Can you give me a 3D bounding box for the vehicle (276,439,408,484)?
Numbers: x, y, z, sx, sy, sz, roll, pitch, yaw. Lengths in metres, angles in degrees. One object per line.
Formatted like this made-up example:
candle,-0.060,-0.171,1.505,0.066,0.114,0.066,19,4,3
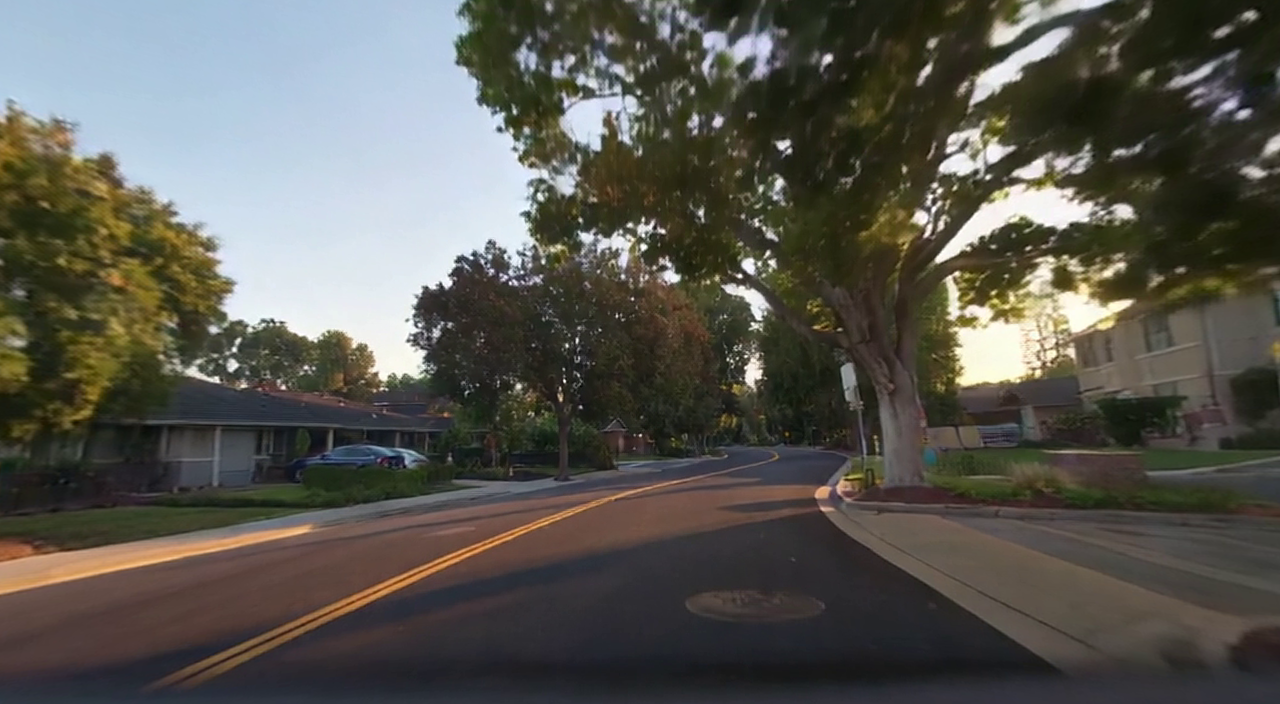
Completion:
vehicle,-11.920,4.403,25.604,4.485,1.663,2.111,2,-9,-15
